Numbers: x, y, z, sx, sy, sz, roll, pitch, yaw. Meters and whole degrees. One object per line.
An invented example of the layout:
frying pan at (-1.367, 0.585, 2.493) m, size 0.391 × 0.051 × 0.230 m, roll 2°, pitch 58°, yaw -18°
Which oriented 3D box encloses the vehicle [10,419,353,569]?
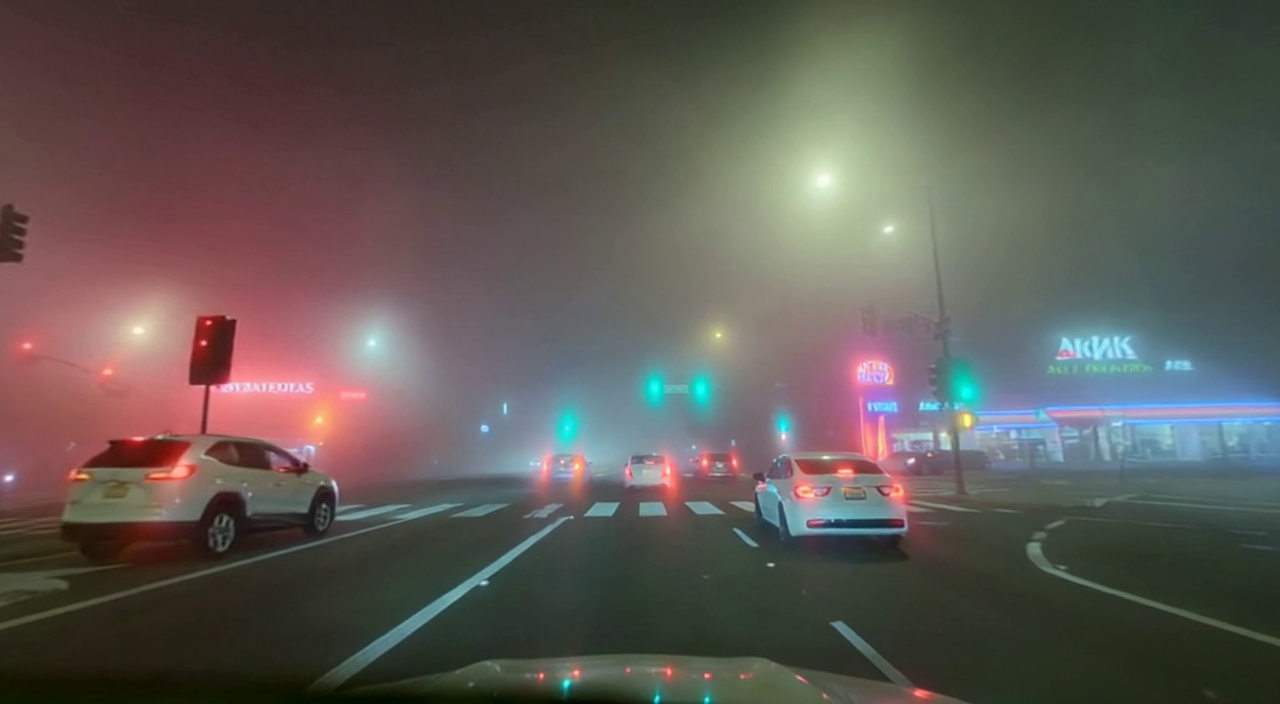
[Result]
vehicle at (-6.624, 2.055, 9.959) m, size 2.058 × 1.804 × 4.391 m, roll 0°, pitch -8°, yaw 0°

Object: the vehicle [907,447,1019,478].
vehicle at (15.799, 5.375, 30.931) m, size 4.481 × 1.427 × 1.830 m, roll 0°, pitch -8°, yaw -2°

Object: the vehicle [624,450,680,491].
vehicle at (0.457, 4.711, 25.467) m, size 2.070 × 1.460 × 4.118 m, roll 0°, pitch -8°, yaw 1°

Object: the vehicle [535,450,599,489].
vehicle at (-3.063, 5.021, 27.264) m, size 2.040 × 1.471 × 4.211 m, roll -1°, pitch -8°, yaw 3°

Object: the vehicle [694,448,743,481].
vehicle at (3.898, 5.656, 31.999) m, size 1.931 × 1.552 × 4.125 m, roll 0°, pitch -8°, yaw 0°

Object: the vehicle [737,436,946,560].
vehicle at (2.837, 2.132, 9.978) m, size 1.946 × 1.513 × 4.133 m, roll 0°, pitch -8°, yaw 0°
